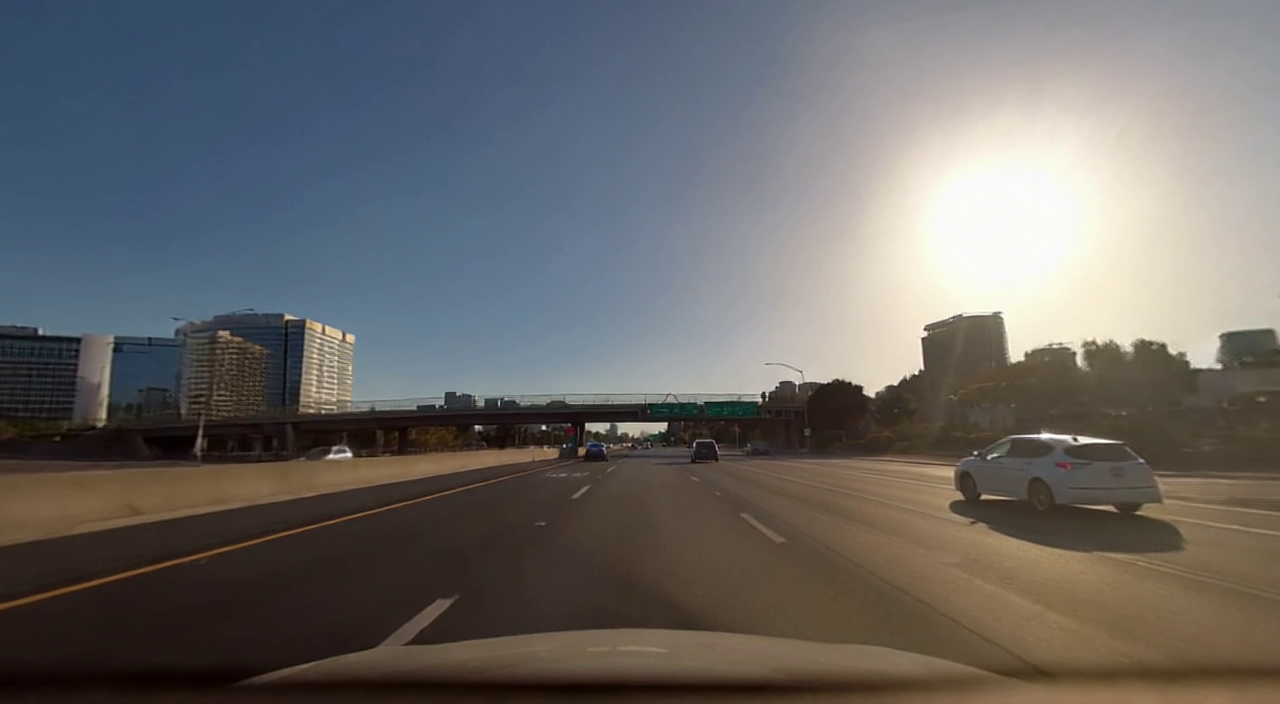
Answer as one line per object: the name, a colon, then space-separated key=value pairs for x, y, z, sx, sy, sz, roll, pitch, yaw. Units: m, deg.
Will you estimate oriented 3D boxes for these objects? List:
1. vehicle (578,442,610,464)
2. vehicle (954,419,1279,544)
vehicle: x=-3.460 y=7.689 z=47.901 sx=2.055 sy=1.533 sz=4.604 roll=0 pitch=-8 yaw=1
vehicle: x=7.578 y=2.037 z=10.610 sx=2.032 sy=1.601 sz=4.863 roll=0 pitch=-8 yaw=0
